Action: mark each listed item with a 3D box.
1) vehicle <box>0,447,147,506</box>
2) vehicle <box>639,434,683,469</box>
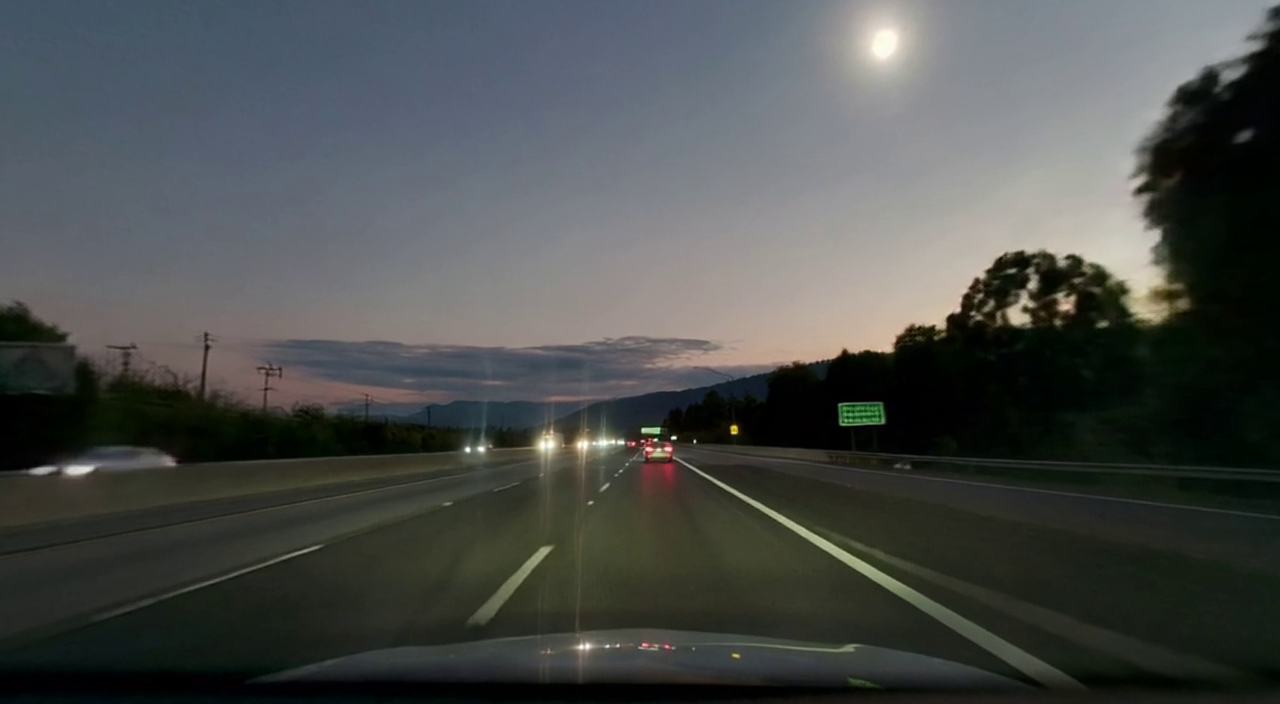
[{"bbox_3d":[-21.246,4.454,23.166,2.175,1.861,4.983,0,-8,0],"label":"vehicle"},{"bbox_3d":[1.115,5.488,34.921,2.260,1.766,4.348,0,-8,0],"label":"vehicle"}]
